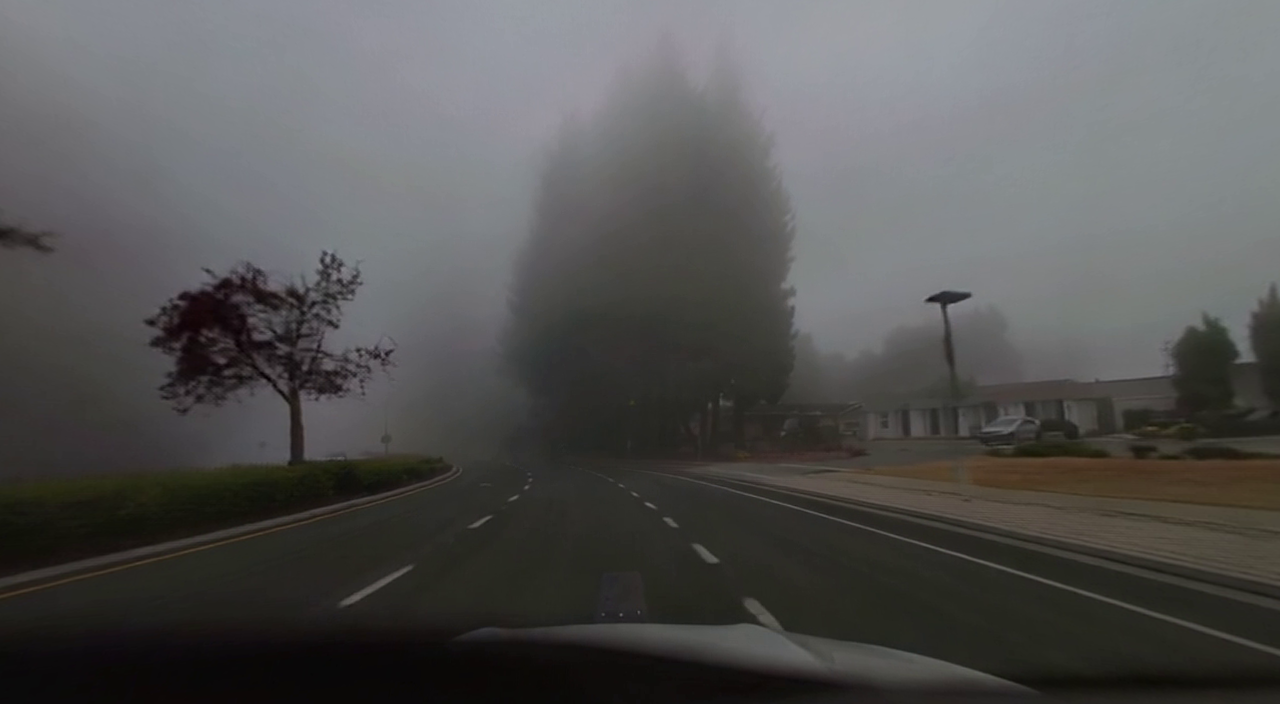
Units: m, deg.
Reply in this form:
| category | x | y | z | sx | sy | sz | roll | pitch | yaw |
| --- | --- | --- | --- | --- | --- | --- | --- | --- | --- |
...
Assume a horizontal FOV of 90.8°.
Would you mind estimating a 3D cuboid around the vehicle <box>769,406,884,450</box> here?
| category | x | y | z | sx | sy | sz | roll | pitch | yaw |
| --- | --- | --- | --- | --- | --- | --- | --- | --- | --- |
| vehicle | 12.917 | 5.476 | 44.548 | 2.757 | 2.765 | 7.526 | 6 | -11 | -36 |

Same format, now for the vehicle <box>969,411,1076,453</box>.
| category | x | y | z | sx | sy | sz | roll | pitch | yaw |
| --- | --- | --- | --- | --- | --- | --- | --- | --- | --- |
| vehicle | 18.854 | 3.981 | 31.096 | 4.802 | 1.900 | 2.373 | 5 | -10 | -31 |
